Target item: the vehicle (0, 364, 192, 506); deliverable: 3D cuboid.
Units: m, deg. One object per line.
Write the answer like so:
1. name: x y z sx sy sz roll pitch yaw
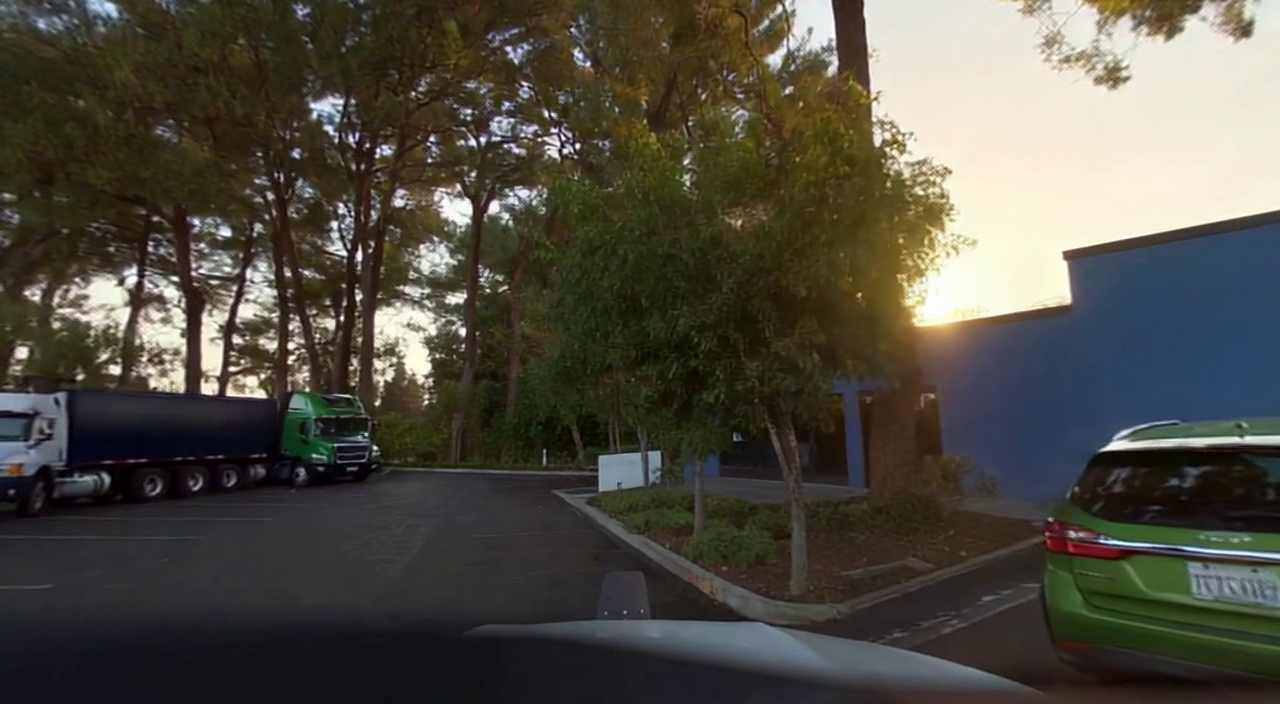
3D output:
1. vehicle: -19.897 2.958 21.781 11.512 3.871 3.038 -6 -11 34

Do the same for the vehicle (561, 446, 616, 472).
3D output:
1. vehicle: -3.202 6.706 39.614 1.809 1.506 3.473 -5 -10 29

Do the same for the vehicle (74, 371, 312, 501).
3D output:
1. vehicle: -17.614 3.344 24.396 11.906 4.069 2.948 -6 -11 33
